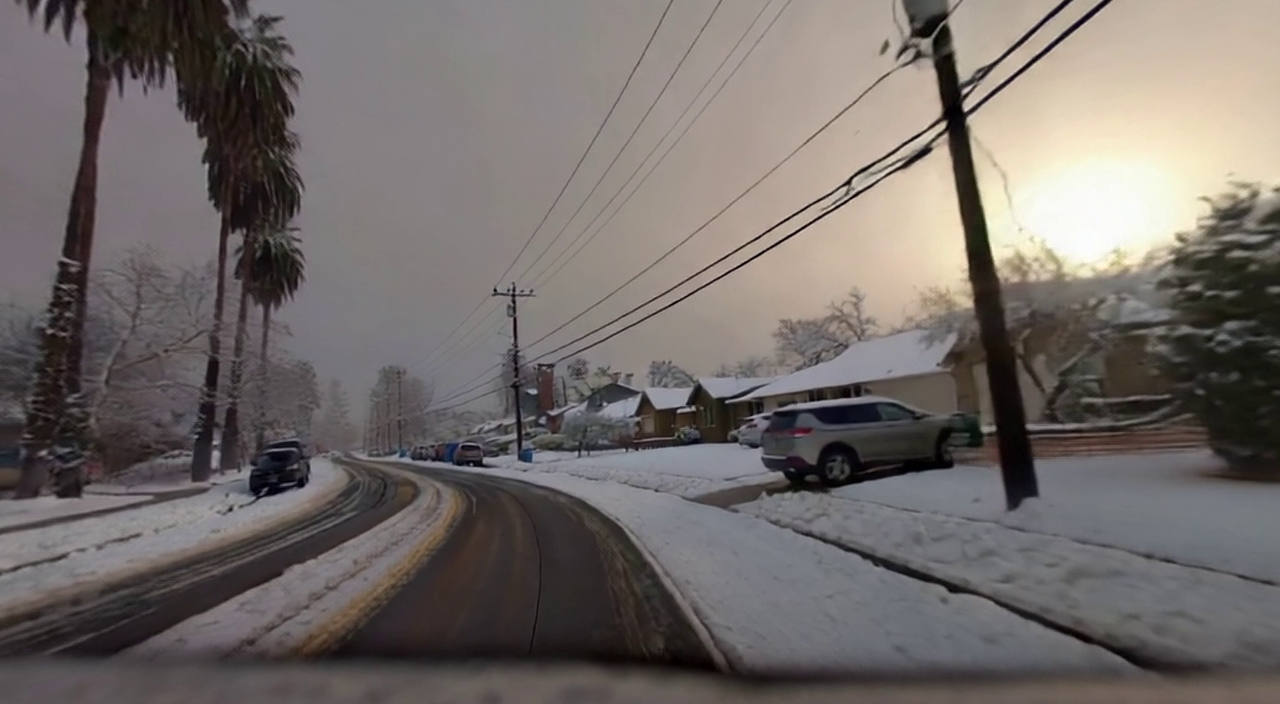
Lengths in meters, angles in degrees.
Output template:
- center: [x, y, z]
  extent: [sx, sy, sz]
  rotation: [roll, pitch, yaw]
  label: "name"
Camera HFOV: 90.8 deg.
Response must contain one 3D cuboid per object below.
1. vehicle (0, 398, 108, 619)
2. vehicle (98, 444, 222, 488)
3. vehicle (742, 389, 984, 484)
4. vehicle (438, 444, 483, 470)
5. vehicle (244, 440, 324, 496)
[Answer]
- center: [-7.419, 1.318, 4.382]
  extent: [2.552, 2.134, 6.076]
  rotation: [-3, -9, -5]
  label: "vehicle"
- center: [-22.004, 5.191, 29.173]
  extent: [4.060, 1.843, 1.979]
  rotation: [3, -8, -20]
  label: "vehicle"
- center: [5.406, 2.068, 15.597]
  extent: [5.102, 2.040, 2.472]
  rotation: [2, -8, -18]
  label: "vehicle"
- center: [-11.525, 6.681, 40.334]
  extent: [1.870, 1.490, 3.802]
  rotation: [4, -8, -29]
  label: "vehicle"
- center: [-13.534, 4.409, 24.330]
  extent: [2.410, 1.790, 4.699]
  rotation: [1, -9, -26]
  label: "vehicle"
